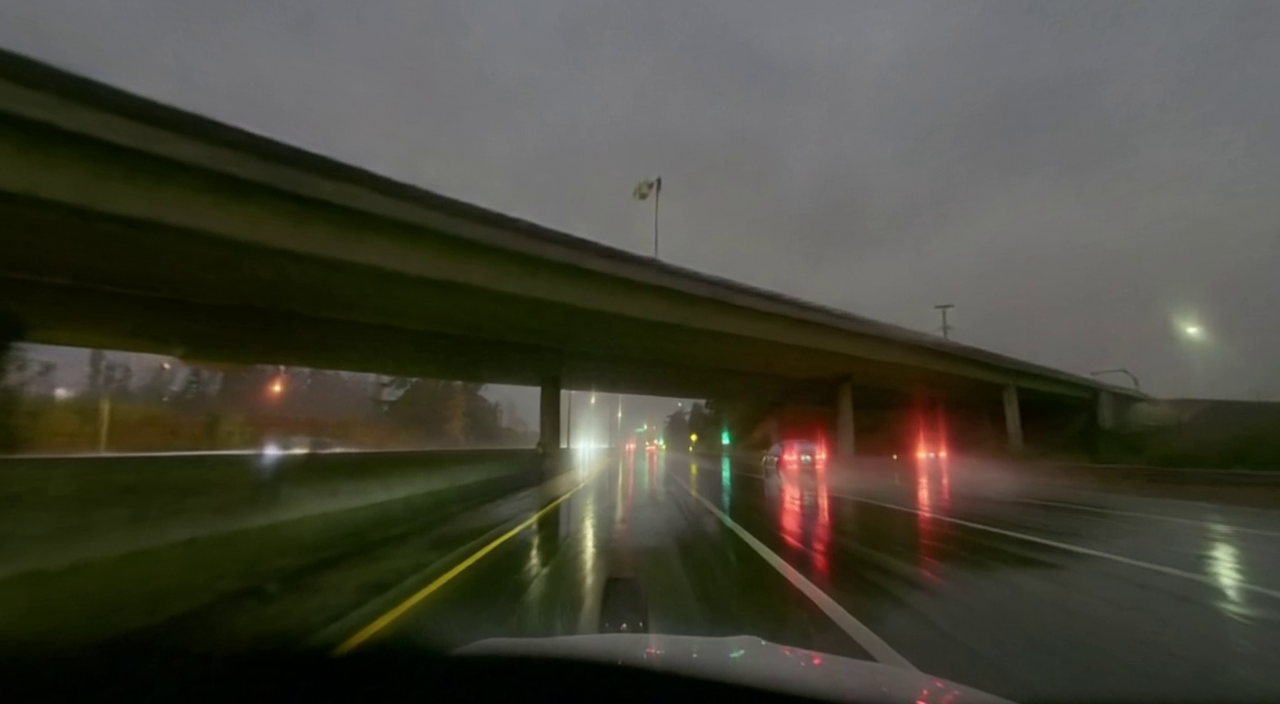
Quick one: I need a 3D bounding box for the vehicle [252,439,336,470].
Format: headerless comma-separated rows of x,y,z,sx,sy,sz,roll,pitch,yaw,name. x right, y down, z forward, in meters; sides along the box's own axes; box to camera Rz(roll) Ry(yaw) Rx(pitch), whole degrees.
-19.491,5.790,35.788,2.040,1.650,4.791,0,-9,0,vehicle
